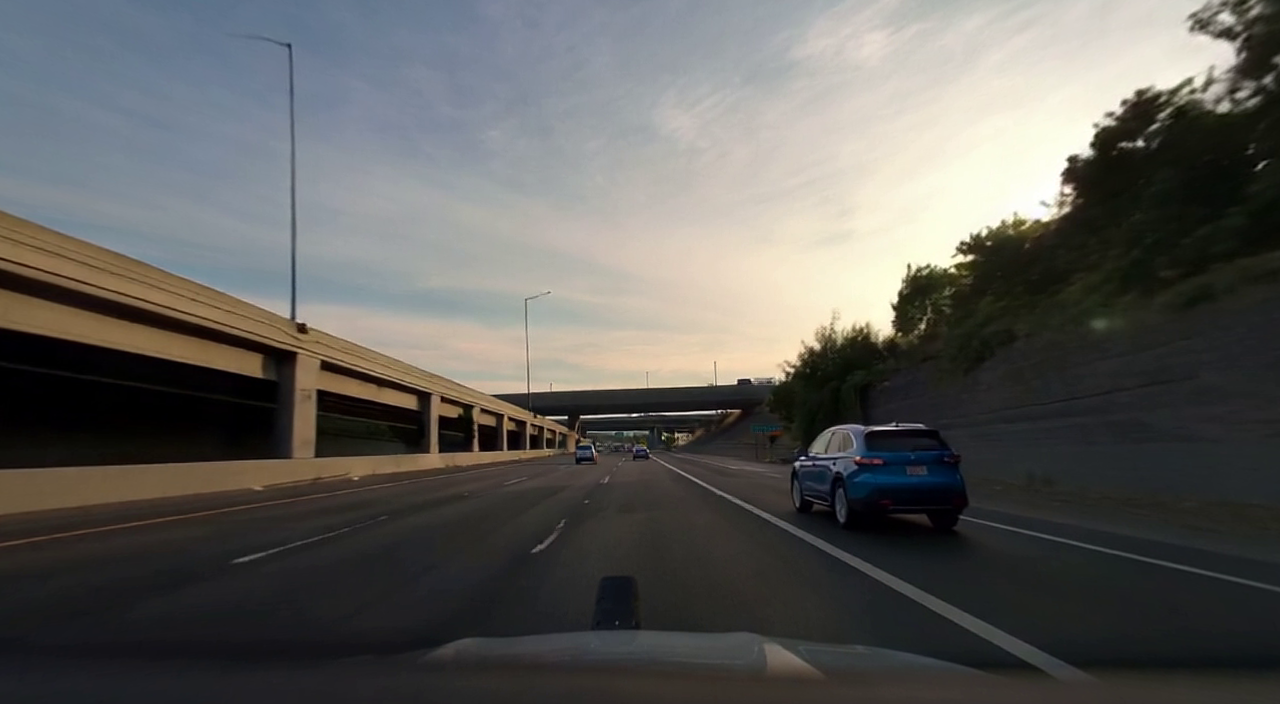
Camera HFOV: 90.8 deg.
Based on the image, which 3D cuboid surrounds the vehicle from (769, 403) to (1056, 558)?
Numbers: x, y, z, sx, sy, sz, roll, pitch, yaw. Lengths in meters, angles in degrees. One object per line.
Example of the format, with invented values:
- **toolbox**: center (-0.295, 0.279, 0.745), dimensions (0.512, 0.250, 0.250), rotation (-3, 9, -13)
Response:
- **vehicle**: center (3.777, 1.890, 10.050), dimensions (2.288, 1.841, 4.779), rotation (0, -8, -2)

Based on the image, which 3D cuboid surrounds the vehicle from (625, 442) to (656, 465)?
- **vehicle**: center (-0.011, 7.607, 47.399), dimensions (2.132, 1.657, 3.967), rotation (0, -8, -2)

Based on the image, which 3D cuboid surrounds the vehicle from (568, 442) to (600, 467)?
- **vehicle**: center (-3.948, 7.320, 45.370), dimensions (2.000, 1.646, 4.201), rotation (0, -8, -1)
